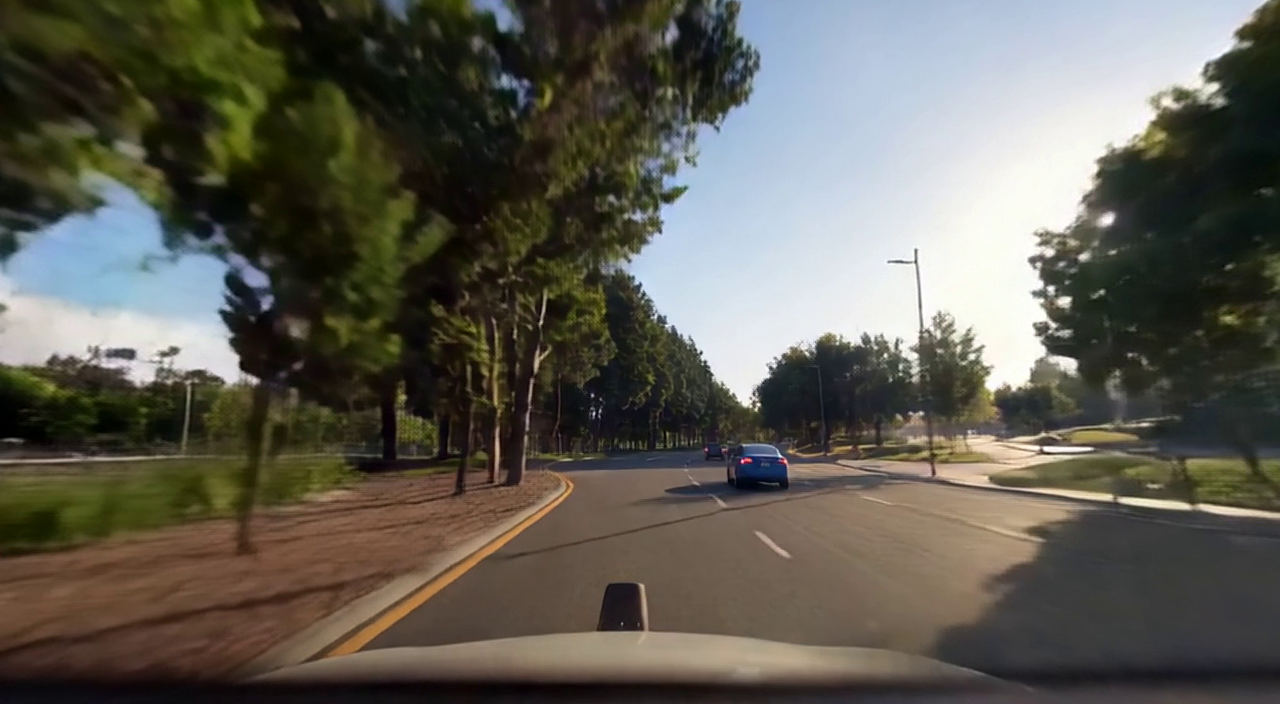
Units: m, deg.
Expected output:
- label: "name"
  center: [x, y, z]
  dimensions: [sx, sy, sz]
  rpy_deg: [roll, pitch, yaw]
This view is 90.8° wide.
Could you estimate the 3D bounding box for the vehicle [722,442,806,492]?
- label: "vehicle"
  center: [4.004, 3.799, 21.196]
  dimensions: [1.928, 1.481, 4.453]
  rpy_deg: [0, -9, 0]
